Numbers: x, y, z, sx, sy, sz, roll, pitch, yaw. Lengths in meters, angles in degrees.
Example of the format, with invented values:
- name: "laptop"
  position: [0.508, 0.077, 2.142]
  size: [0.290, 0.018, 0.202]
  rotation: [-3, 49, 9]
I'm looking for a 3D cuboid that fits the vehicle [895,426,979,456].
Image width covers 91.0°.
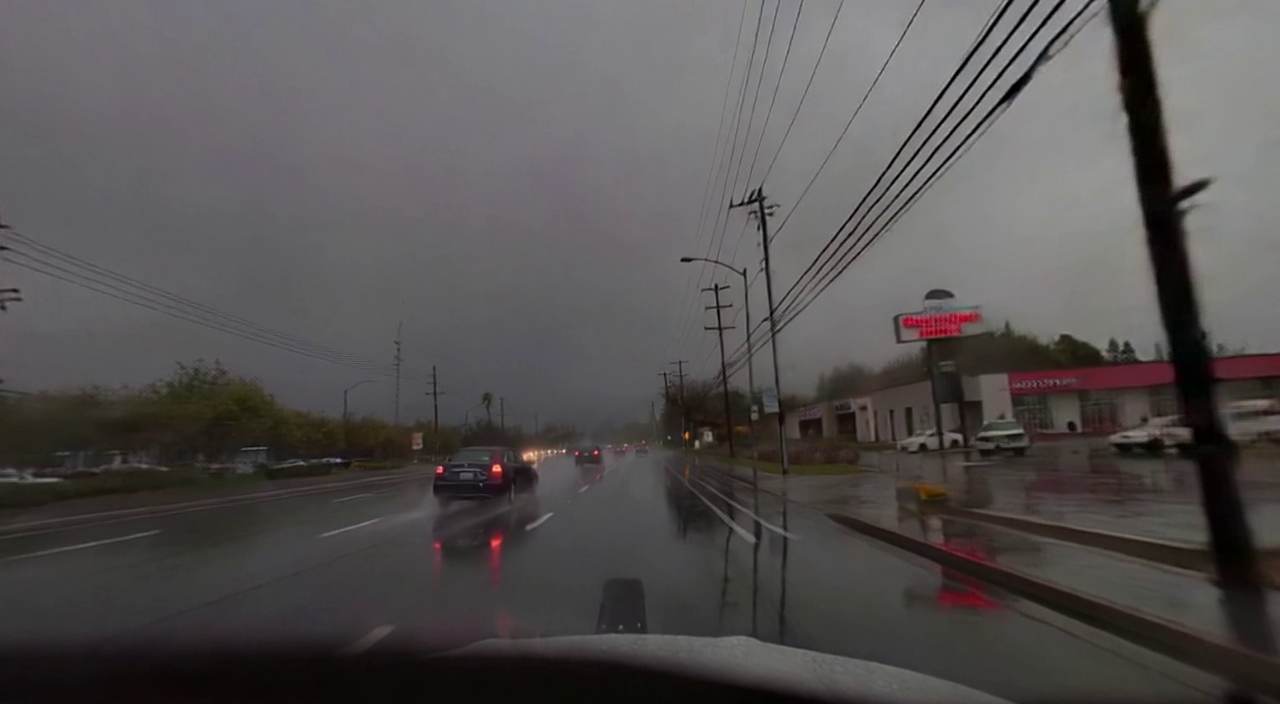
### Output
- name: "vehicle"
  position: [16.652, 5.021, 35.286]
  size: [4.497, 1.548, 1.997]
  rotation: [5, -10, -30]

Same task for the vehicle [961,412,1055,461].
- name: "vehicle"
  position: [16.721, 3.796, 28.518]
  size: [4.319, 1.812, 2.020]
  rotation: [2, -10, -38]

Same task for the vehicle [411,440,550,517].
- name: "vehicle"
  position: [-3.446, 2.826, 14.610]
  size: [1.942, 1.469, 4.426]
  rotation: [0, -9, 2]

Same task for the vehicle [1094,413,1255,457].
- name: "vehicle"
  position: [19.946, 3.162, 23.852]
  size: [1.865, 1.498, 4.827]
  rotation: [0, -8, 0]

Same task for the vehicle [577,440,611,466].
- name: "vehicle"
  position: [-3.194, 7.108, 44.555]
  size: [2.087, 1.736, 4.311]
  rotation: [0, -9, 1]
